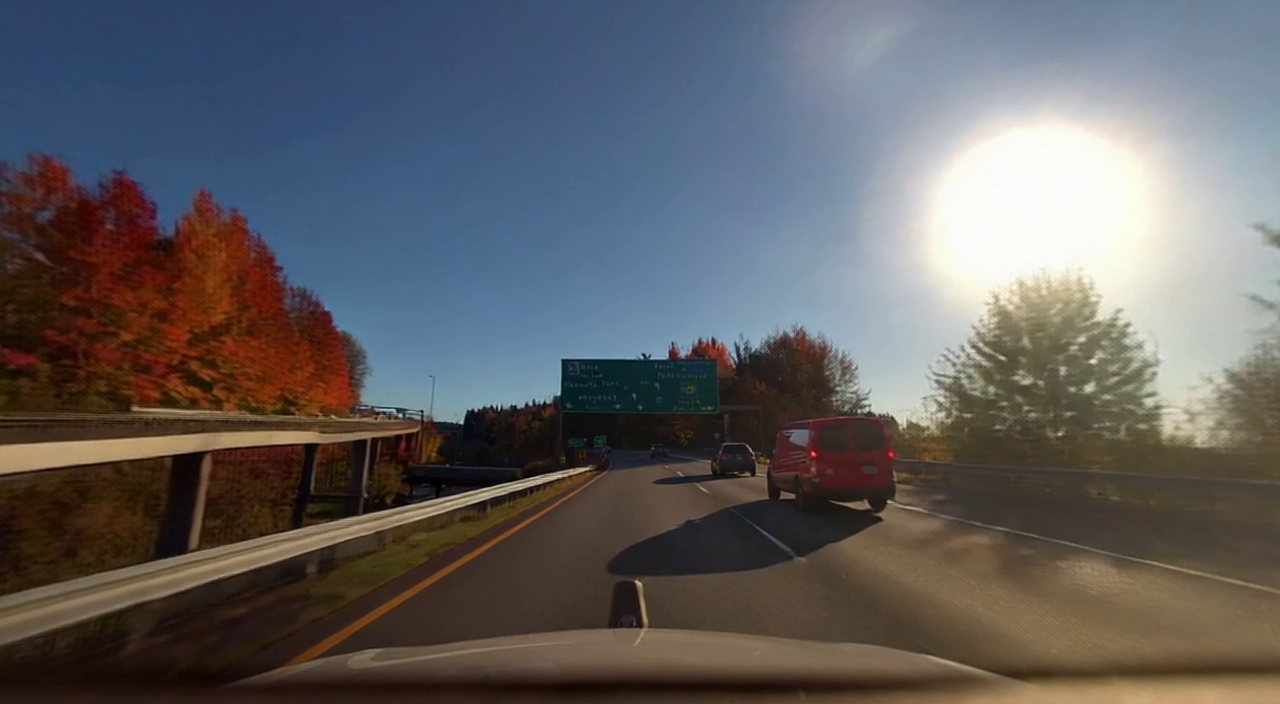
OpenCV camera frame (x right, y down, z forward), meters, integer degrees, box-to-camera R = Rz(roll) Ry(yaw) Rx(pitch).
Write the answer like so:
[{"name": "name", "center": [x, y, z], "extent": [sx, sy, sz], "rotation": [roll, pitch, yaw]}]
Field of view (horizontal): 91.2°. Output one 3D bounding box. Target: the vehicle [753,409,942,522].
[{"name": "vehicle", "center": [4.035, 2.345, 13.363], "extent": [2.205, 1.923, 4.956], "rotation": [0, -9, -1]}]

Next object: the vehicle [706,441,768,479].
[{"name": "vehicle", "center": [4.173, 4.712, 27.583], "extent": [1.952, 1.536, 4.036], "rotation": [0, -9, -2]}]
